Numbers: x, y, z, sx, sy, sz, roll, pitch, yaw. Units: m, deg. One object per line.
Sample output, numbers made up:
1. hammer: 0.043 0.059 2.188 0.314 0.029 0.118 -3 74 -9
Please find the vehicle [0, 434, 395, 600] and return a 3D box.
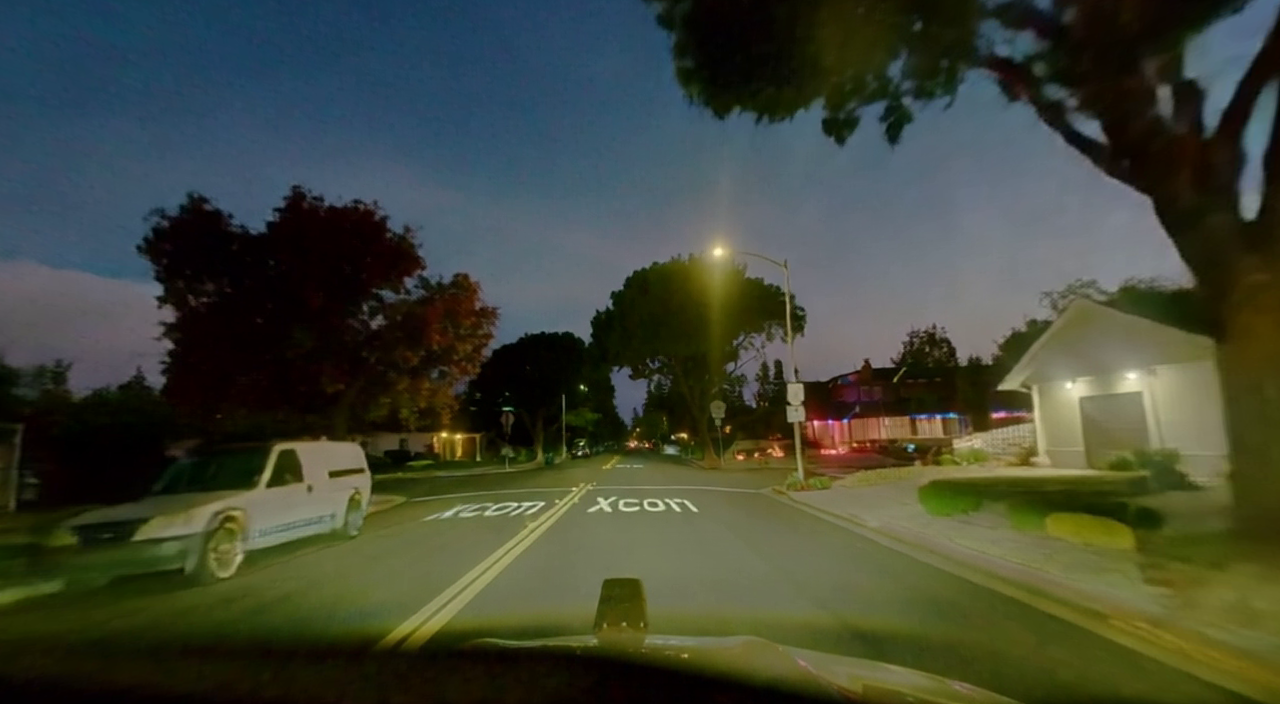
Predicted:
1. vehicle: -5.165 1.913 8.357 2.038 1.571 4.524 0 -8 0
